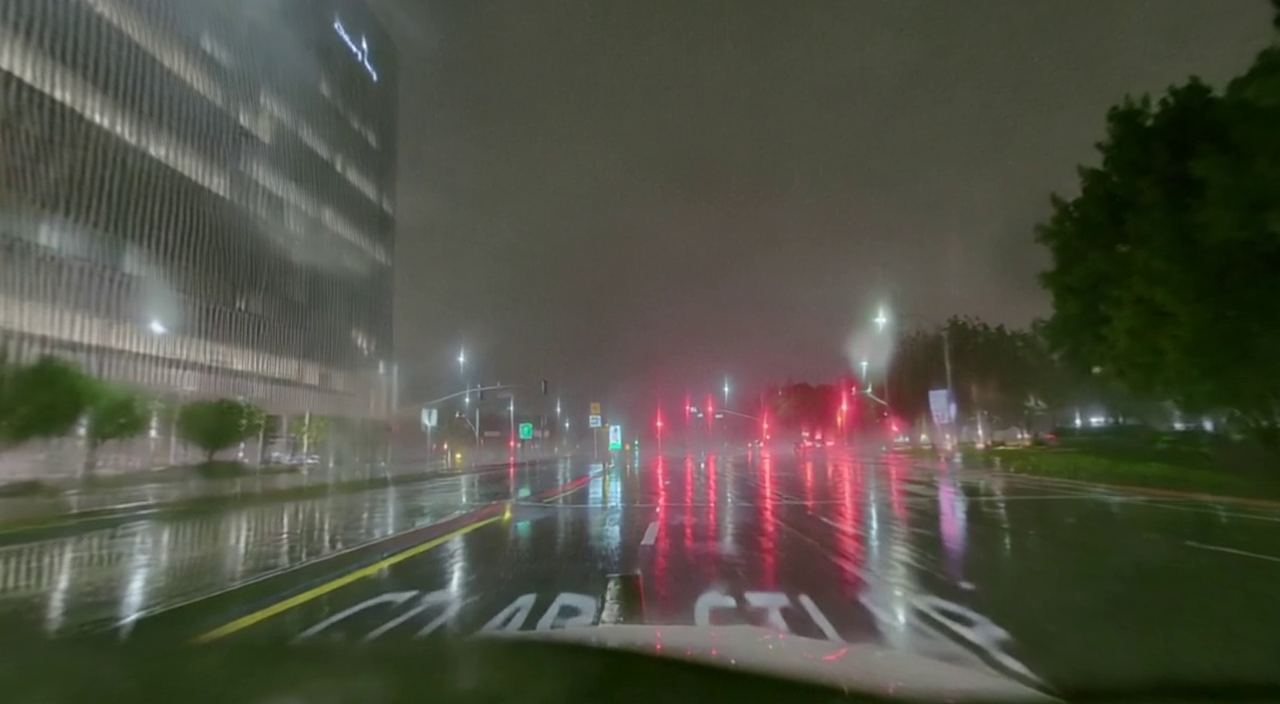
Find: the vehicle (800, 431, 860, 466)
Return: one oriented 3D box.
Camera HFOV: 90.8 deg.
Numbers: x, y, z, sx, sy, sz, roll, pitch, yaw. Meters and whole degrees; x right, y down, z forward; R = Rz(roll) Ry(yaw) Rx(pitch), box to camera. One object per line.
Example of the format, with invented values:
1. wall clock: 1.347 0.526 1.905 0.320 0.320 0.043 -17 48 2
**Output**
1. vehicle: 10.805 5.537 36.326 2.156 1.881 4.743 0 -9 3
